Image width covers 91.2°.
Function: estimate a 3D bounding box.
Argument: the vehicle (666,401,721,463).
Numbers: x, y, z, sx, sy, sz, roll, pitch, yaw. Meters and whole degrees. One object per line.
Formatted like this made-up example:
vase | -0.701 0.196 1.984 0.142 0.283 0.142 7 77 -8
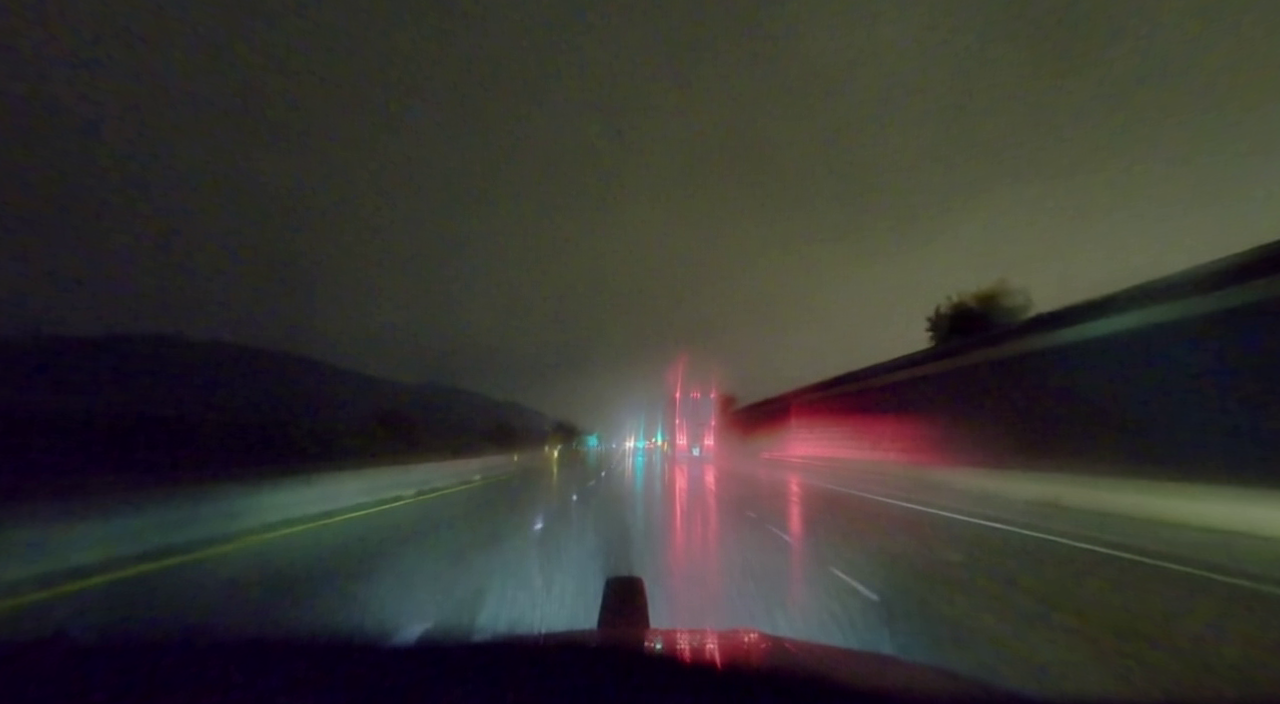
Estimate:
vehicle | 3.871 6.343 48.862 2.933 4.100 14.317 0 -8 0
